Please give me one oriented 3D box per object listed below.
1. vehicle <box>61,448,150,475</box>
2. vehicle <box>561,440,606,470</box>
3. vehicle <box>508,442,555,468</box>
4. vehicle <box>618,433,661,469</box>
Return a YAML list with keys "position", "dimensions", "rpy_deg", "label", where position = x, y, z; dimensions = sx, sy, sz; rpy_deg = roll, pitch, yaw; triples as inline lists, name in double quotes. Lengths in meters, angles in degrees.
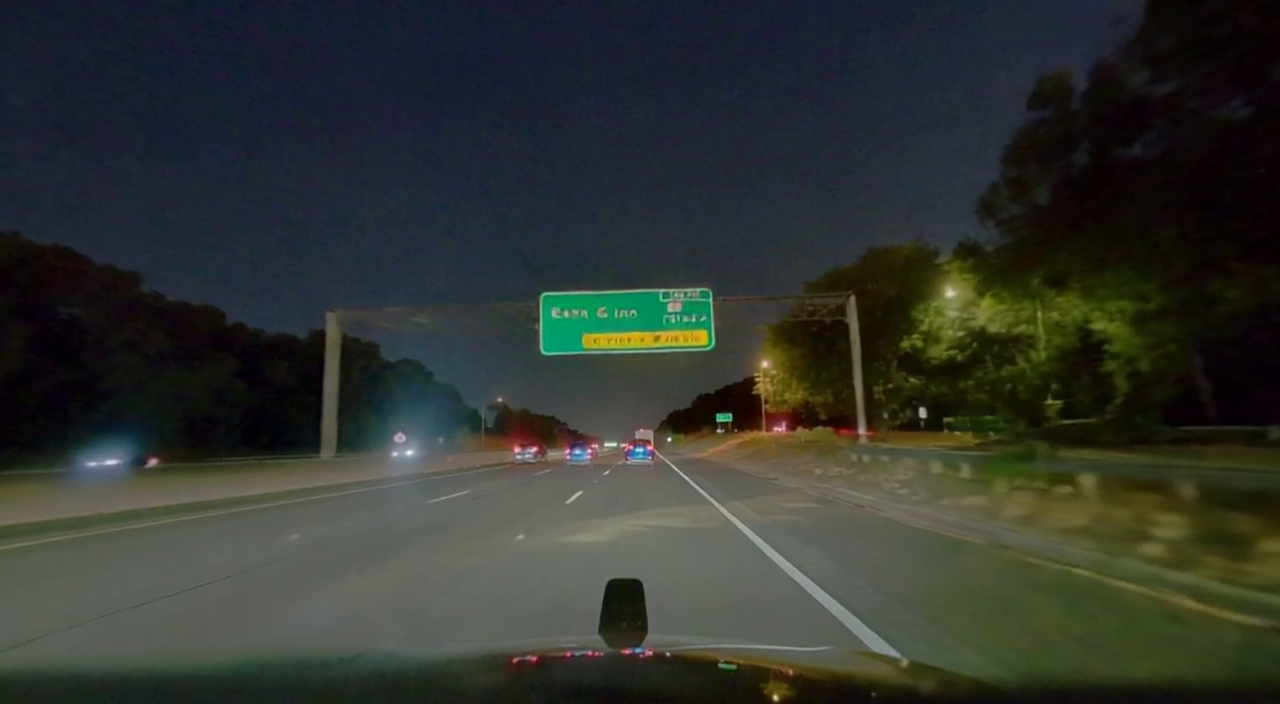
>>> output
- position: [-38.034, 7.779, 45.098]
  dimensions: [2.252, 1.816, 4.784]
  rpy_deg: [0, -9, -2]
  label: "vehicle"
- position: [-3.228, 5.993, 36.987]
  dimensions: [2.139, 1.589, 5.102]
  rpy_deg: [0, -8, 1]
  label: "vehicle"
- position: [-6.748, 6.433, 39.673]
  dimensions: [2.009, 1.519, 4.697]
  rpy_deg: [0, -8, 1]
  label: "vehicle"
- position: [0.005, 5.659, 36.282]
  dimensions: [2.309, 1.915, 5.130]
  rpy_deg: [0, -8, 0]
  label: "vehicle"
